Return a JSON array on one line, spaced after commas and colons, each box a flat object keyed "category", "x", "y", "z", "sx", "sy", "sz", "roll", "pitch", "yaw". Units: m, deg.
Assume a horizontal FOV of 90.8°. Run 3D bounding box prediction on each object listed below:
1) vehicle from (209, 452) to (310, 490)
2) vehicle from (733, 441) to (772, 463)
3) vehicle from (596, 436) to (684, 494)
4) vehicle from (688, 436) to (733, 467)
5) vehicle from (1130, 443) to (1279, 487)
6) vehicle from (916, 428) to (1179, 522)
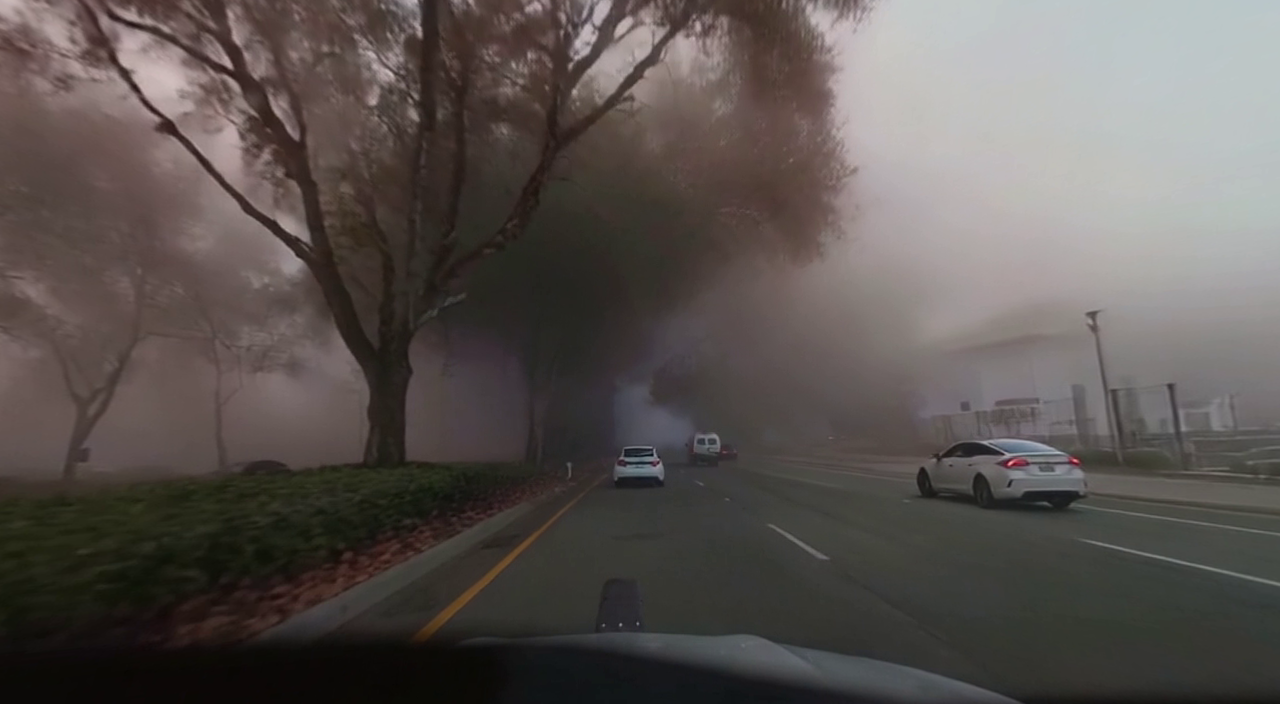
[{"category": "vehicle", "x": -20.022, "y": 6.258, "z": 33.571, "sx": 2.277, "sy": 1.777, "sz": 4.993, "roll": 0, "pitch": -9, "yaw": 0}, {"category": "vehicle", "x": 7.947, "y": 7.116, "z": 45.042, "sx": 2.061, "sy": 1.460, "sz": 3.948, "roll": 0, "pitch": -9, "yaw": 0}, {"category": "vehicle", "x": -0.008, "y": 3.282, "z": 18.705, "sx": 2.289, "sy": 1.471, "sz": 4.477, "roll": 0, "pitch": -9, "yaw": 0}, {"category": "vehicle", "x": 4.138, "y": 5.930, "z": 37.816, "sx": 2.188, "sy": 1.760, "sz": 4.297, "roll": 0, "pitch": -9, "yaw": -1}, {"category": "vehicle", "x": 21.105, "y": 4.084, "z": 23.203, "sx": 2.307, "sy": 1.446, "sz": 4.863, "roll": 0, "pitch": -9, "yaw": -1}, {"category": "vehicle", "x": 7.642, "y": 2.344, "z": 12.606, "sx": 2.111, "sy": 1.493, "sz": 4.639, "roll": 0, "pitch": -9, "yaw": -1}]
